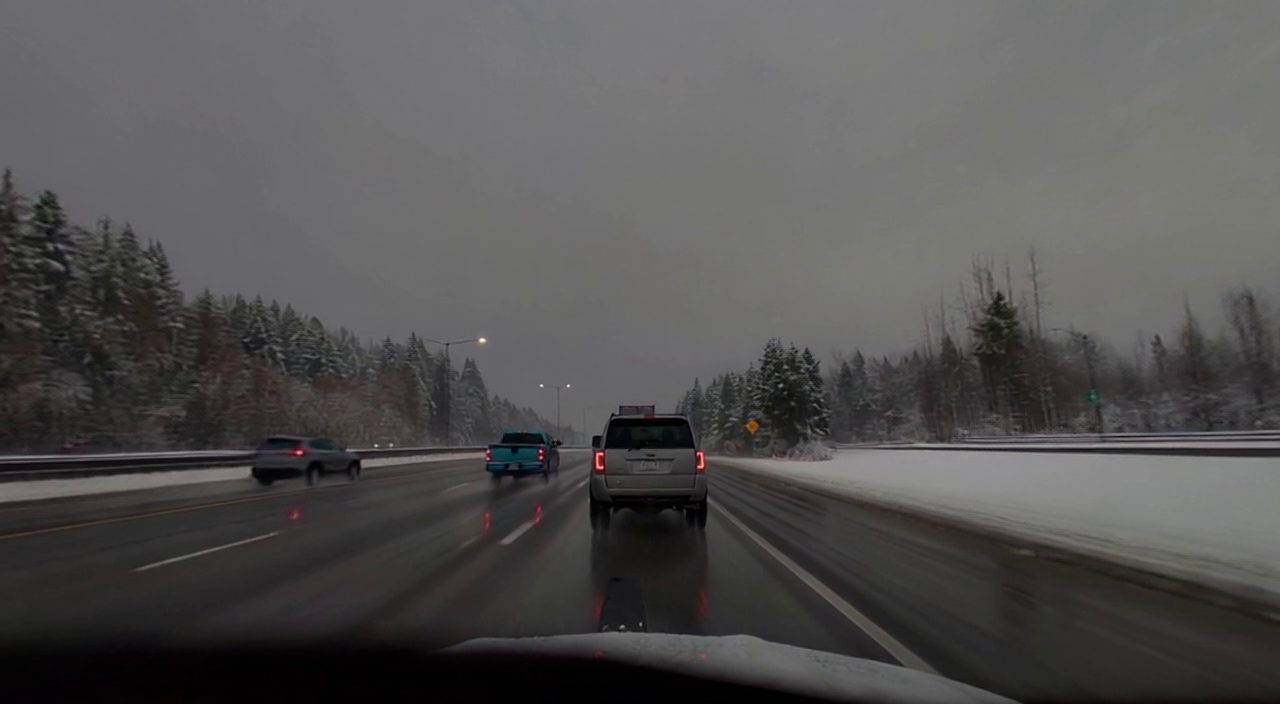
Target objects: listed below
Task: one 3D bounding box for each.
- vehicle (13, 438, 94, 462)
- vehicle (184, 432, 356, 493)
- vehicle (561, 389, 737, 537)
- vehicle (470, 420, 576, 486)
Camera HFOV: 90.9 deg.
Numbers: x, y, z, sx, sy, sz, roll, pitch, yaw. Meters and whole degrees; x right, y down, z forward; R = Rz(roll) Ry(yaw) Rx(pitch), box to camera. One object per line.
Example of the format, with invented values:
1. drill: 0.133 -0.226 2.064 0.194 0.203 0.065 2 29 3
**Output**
1. vehicle: -34.739 5.802 37.437 1.487 1.362 3.342 -1 -8 1
2. vehicle: -10.393 3.136 18.279 2.002 1.484 4.798 0 -8 1
3. vehicle: 0.120 1.867 11.071 2.395 2.013 4.734 0 -8 0
4. vehicle: -3.792 3.446 21.738 2.486 1.962 5.525 -1 -8 1
